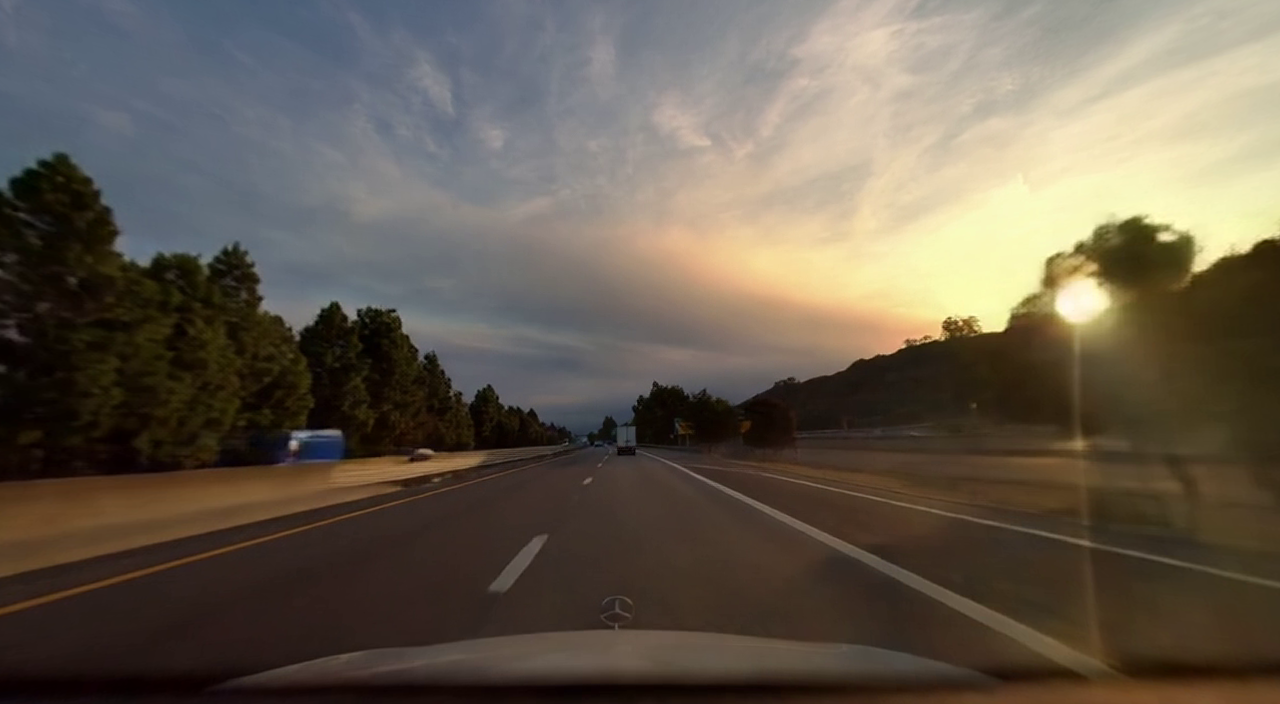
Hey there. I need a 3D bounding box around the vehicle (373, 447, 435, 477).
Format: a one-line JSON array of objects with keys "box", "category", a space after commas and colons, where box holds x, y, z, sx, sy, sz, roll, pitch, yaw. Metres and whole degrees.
[{"box": [-12.695, 5.901, 34.122, 1.833, 1.460, 4.158, 0, -8, -1], "category": "vehicle"}]

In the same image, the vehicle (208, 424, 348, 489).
[{"box": [-16.446, 4.784, 29.314, 2.335, 2.630, 7.283, 0, -8, -2], "category": "vehicle"}]
